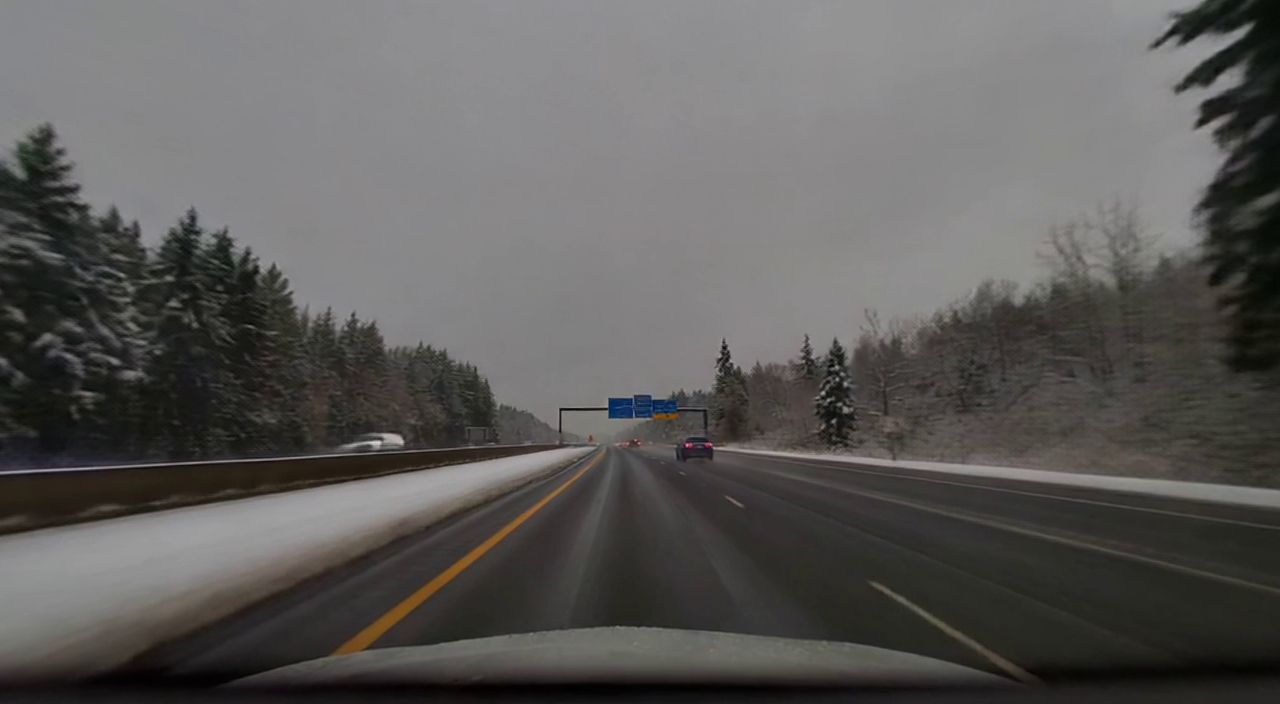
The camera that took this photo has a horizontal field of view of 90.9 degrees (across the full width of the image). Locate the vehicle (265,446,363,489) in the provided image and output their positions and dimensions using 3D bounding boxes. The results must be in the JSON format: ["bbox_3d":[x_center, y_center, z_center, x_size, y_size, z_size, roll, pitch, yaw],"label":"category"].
[{"bbox_3d":[-12.719,4.502,24.841,1.966,1.488,3.645,0,-8,-2],"label":"vehicle"}]

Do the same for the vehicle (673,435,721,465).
[{"bbox_3d":[2.998,5.251,33.956,1.958,1.526,4.227,1,-8,-3],"label":"vehicle"}]

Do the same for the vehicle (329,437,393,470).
[{"bbox_3d":[-17.620,6.376,39.993,2.003,1.981,4.635,0,-8,-1],"label":"vehicle"}]
